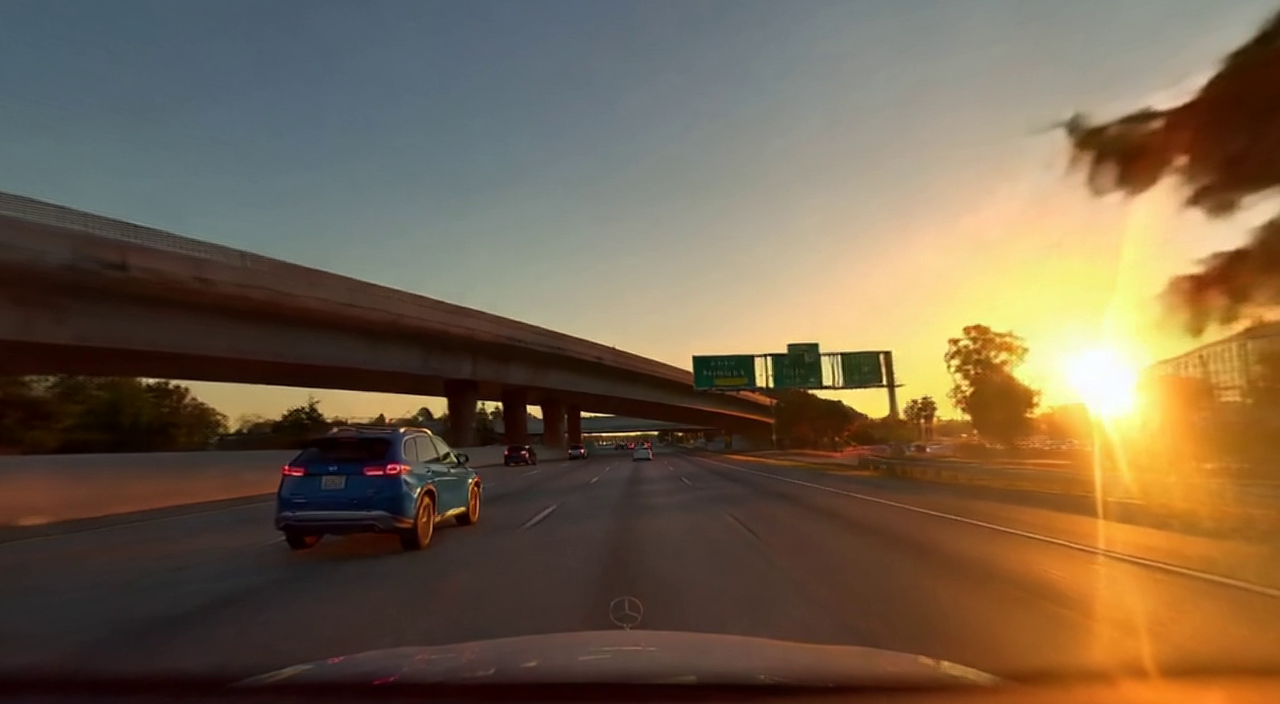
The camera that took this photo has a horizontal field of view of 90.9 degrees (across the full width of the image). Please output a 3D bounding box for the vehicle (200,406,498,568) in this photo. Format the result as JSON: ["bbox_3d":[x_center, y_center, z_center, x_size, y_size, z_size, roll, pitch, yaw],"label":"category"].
[{"bbox_3d":[-3.725,1.830,9.260,2.214,1.759,4.435,-1,-9,1],"label":"vehicle"}]

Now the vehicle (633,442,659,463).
[{"bbox_3d":[0.443,7.957,50.000,2.023,1.589,4.030,0,-9,-1],"label":"vehicle"}]

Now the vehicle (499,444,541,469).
[{"bbox_3d":[-7.830,6.835,41.450,1.871,1.542,4.371,-1,-9,0],"label":"vehicle"}]
